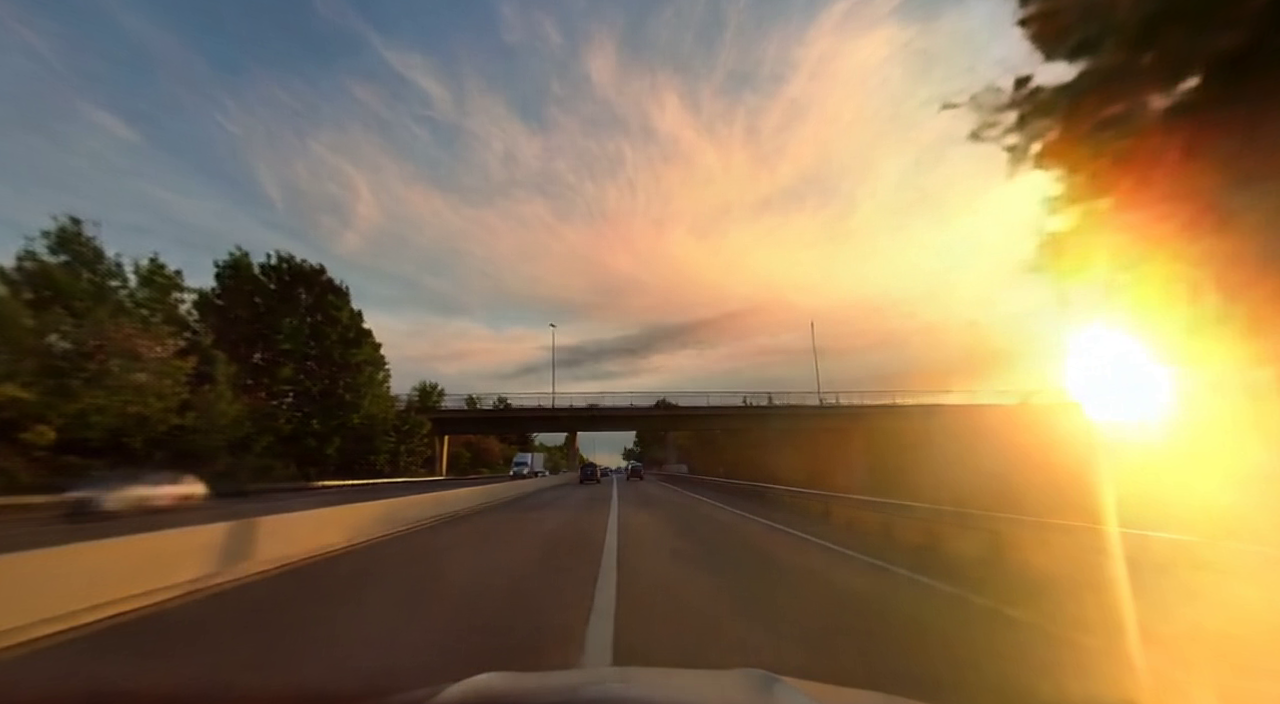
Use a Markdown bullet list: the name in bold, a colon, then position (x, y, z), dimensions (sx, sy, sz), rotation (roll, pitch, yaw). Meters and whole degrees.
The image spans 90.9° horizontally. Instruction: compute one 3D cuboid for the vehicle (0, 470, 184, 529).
- **vehicle**: position (-15.322, 4.109, 17.947), dimensions (1.708, 1.455, 4.012), rotation (1, -11, -2)
